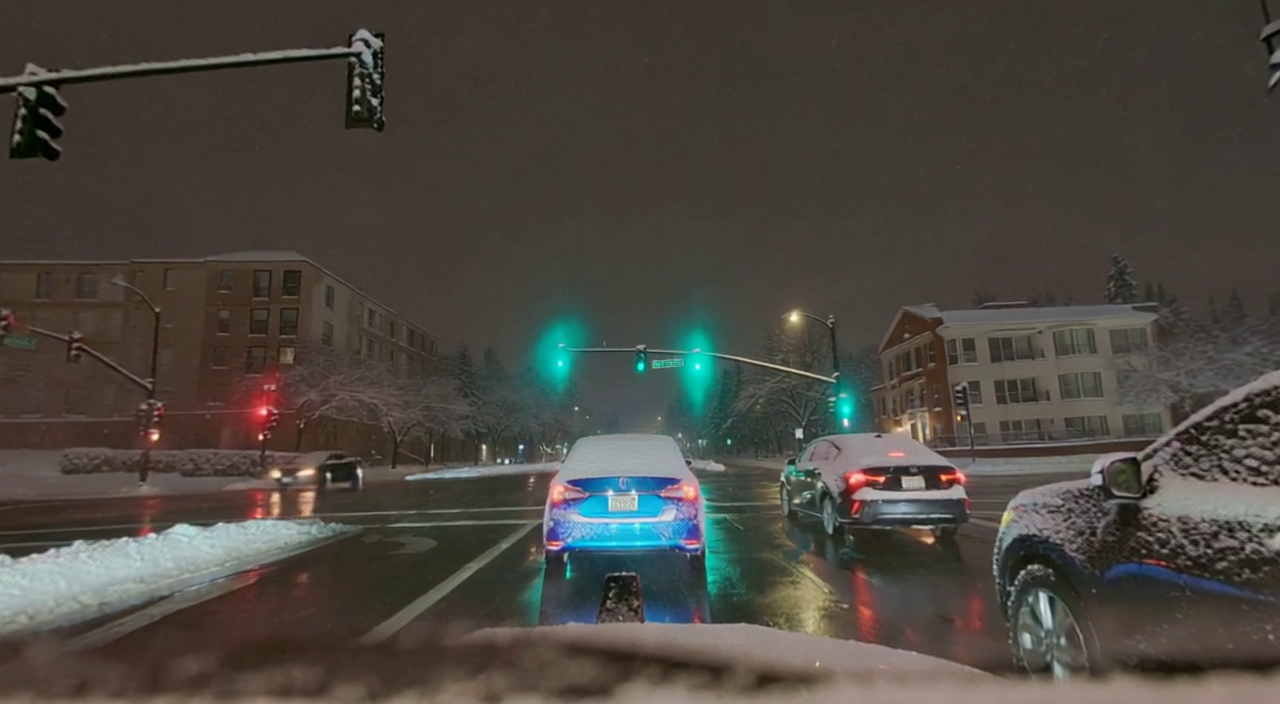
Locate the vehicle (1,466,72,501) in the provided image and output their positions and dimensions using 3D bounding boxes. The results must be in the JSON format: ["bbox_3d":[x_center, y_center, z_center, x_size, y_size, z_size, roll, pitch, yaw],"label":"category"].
[{"bbox_3d":[-27.999,6.081,29.449,1.972,1.433,4.324,8,-12,-39],"label":"vehicle"}]

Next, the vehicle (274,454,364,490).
[{"bbox_3d":[-14.638,5.449,29.097,1.817,1.442,4.371,0,-8,0],"label":"vehicle"}]

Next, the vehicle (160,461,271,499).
[{"bbox_3d":[-19.075,5.766,28.701,1.942,1.453,4.448,0,-8,0],"label":"vehicle"}]

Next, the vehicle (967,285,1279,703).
[{"bbox_3d":[3.012,0.633,1.576,2.047,1.785,4.357,0,-8,0],"label":"vehicle"}]

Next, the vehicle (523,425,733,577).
[{"bbox_3d":[-0.138,1.788,8.348,2.095,1.502,3.873,0,-8,0],"label":"vehicle"}]

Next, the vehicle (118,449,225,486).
[{"bbox_3d":[-27.480,6.759,37.358,2.300,1.932,5.056,-1,-8,2],"label":"vehicle"}]

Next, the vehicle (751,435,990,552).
[{"bbox_3d":[3.221,2.065,10.009,2.009,1.414,4.416,0,-8,-2],"label":"vehicle"}]

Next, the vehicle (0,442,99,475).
[{"bbox_3d":[-35.727,6.331,37.715,2.145,1.797,5.198,-1,-9,1],"label":"vehicle"}]
